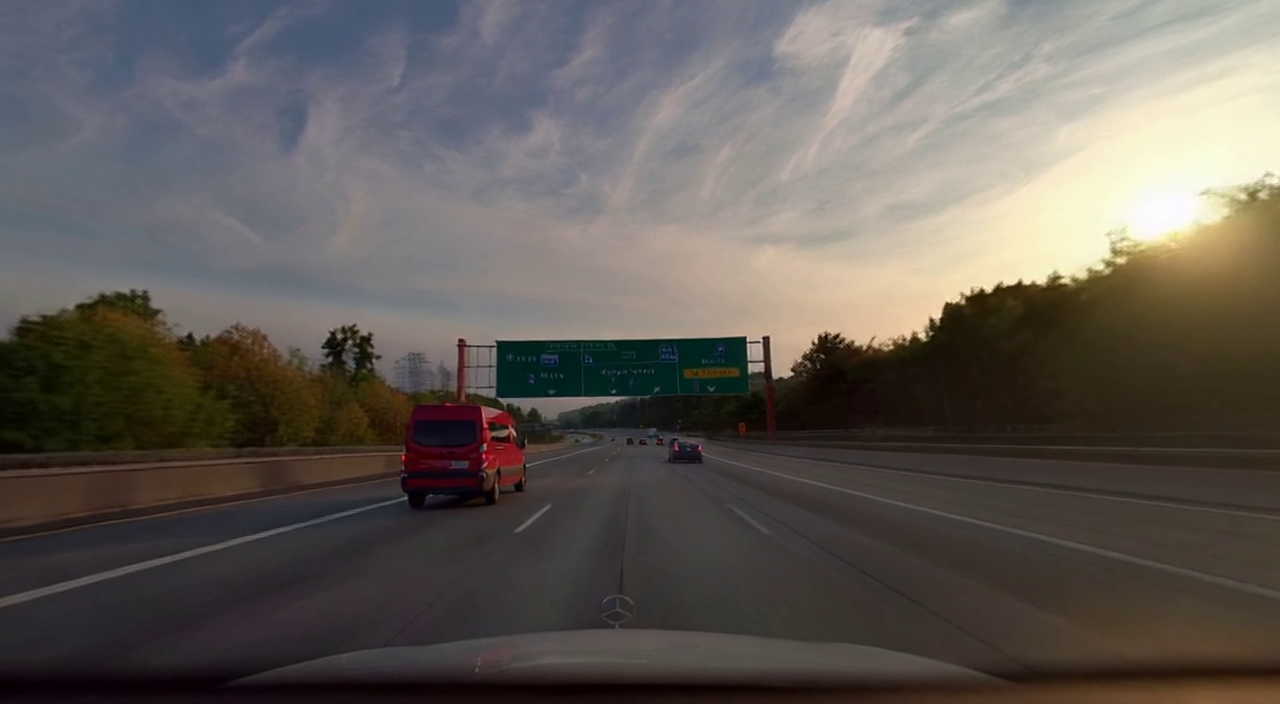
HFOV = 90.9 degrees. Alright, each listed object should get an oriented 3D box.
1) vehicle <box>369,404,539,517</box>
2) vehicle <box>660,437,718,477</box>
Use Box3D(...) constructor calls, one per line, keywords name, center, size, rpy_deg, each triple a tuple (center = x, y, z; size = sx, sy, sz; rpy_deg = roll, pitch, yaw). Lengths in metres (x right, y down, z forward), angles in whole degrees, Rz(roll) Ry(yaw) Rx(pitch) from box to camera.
Box3D(name="vehicle", center=(-3.790, 2.313, 14.060), size=(2.275, 2.053, 5.082), rpy_deg=(0, -8, -1))
Box3D(name="vehicle", center=(1.878, 4.175, 25.374), size=(2.020, 1.464, 3.803), rpy_deg=(0, -8, 0))
